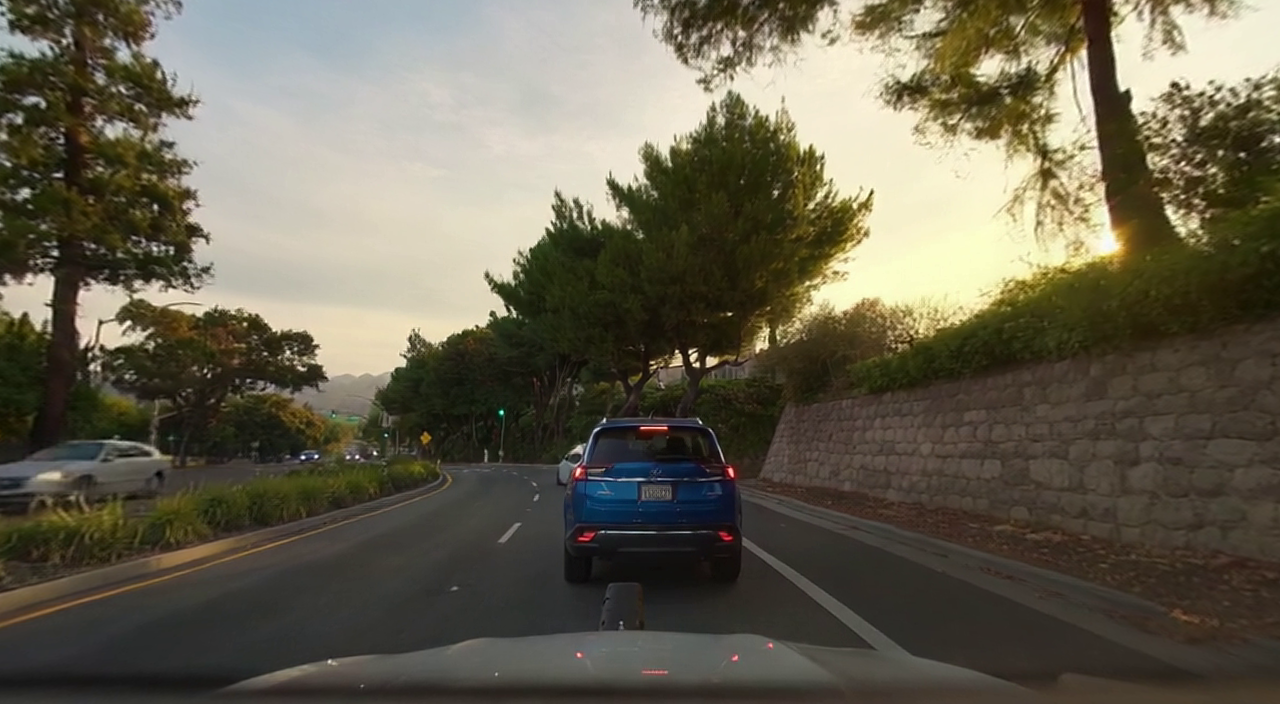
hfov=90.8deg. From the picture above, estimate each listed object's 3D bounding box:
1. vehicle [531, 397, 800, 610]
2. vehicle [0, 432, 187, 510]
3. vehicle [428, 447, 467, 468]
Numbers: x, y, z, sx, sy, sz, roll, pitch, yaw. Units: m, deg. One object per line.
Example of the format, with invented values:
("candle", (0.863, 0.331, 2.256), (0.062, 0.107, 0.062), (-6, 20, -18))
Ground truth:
("vehicle", (0.040, 1.586, 7.563), (2.287, 1.762, 4.269), (1, -8, -5))
("vehicle", (-14.150, 2.954, 16.157), (2.317, 1.695, 4.538), (1, -9, -10))
("vehicle", (-14.529, 7.885, 47.508), (2.023, 1.474, 4.286), (4, -9, -27))
